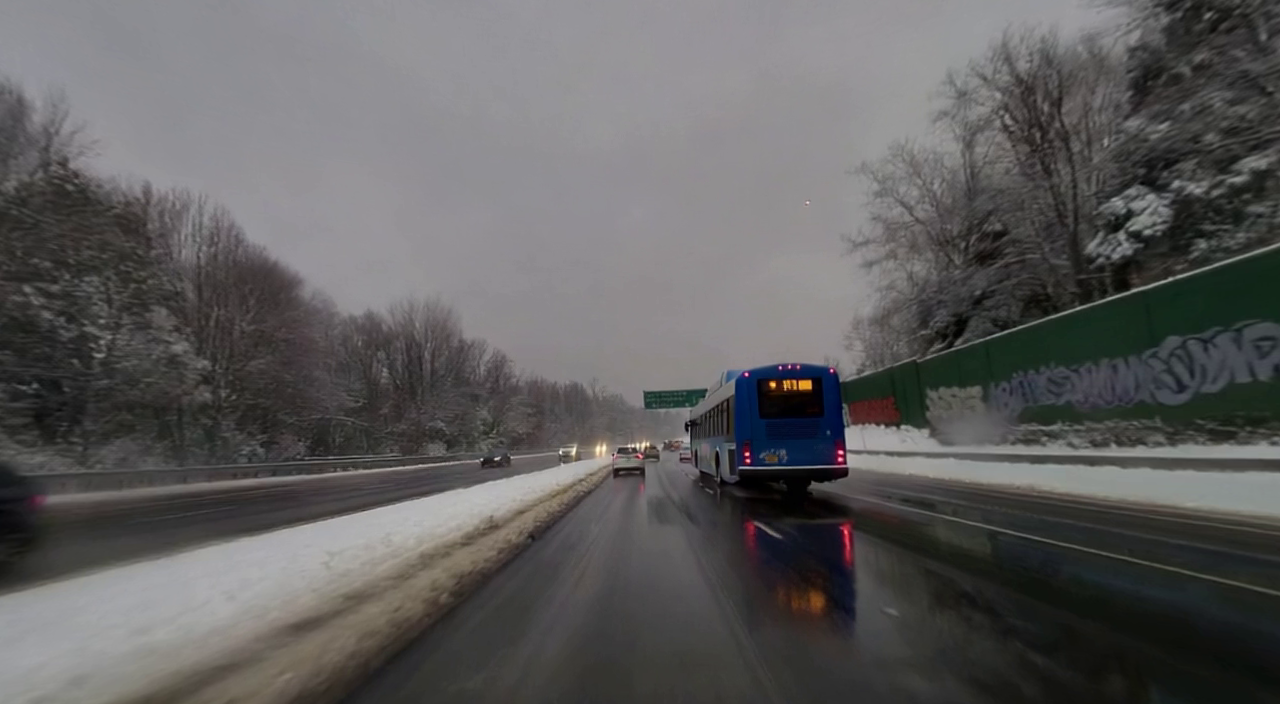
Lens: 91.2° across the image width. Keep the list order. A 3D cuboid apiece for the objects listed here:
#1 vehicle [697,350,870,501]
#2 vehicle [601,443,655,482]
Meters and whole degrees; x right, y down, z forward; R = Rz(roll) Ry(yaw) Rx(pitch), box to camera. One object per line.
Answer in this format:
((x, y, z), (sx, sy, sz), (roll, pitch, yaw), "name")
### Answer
((3.879, 2.644, 20.787), (3.055, 3.479, 12.521), (-1, -9, 1), "vehicle")
((-0.449, 4.800, 27.409), (2.160, 1.532, 4.073), (-1, -9, 1), "vehicle")
